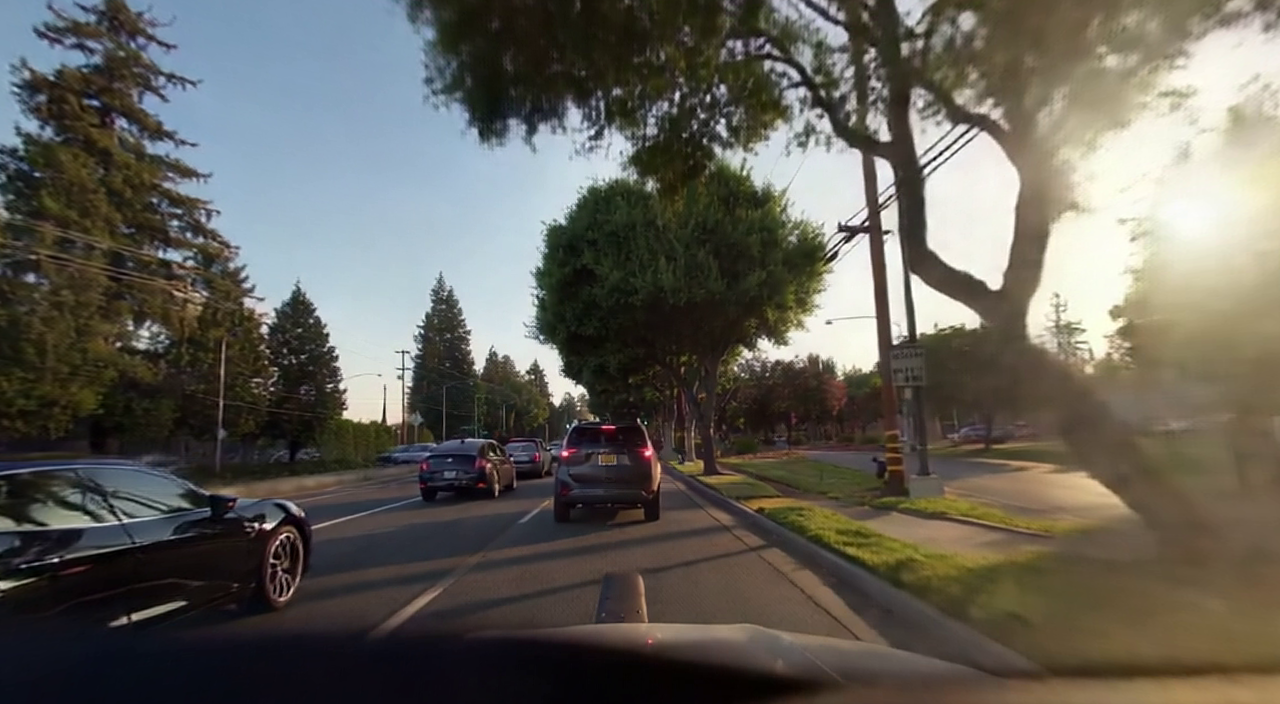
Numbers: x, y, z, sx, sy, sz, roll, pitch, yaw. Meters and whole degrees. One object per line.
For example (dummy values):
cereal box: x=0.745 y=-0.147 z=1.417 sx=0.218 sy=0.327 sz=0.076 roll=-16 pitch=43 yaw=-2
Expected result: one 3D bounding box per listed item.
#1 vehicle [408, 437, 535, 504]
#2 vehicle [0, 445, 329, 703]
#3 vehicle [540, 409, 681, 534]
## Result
vehicle: x=-4.131 y=2.970 z=16.345 sx=2.087 sy=1.485 sz=4.452 roll=0 pitch=-8 yaw=0
vehicle: x=-3.737 y=1.171 z=3.405 sx=1.865 sy=1.314 sz=4.461 roll=0 pitch=-8 yaw=0
vehicle: x=-0.459 y=1.996 z=11.048 sx=2.012 sy=1.769 sz=3.897 roll=0 pitch=-8 yaw=-1
